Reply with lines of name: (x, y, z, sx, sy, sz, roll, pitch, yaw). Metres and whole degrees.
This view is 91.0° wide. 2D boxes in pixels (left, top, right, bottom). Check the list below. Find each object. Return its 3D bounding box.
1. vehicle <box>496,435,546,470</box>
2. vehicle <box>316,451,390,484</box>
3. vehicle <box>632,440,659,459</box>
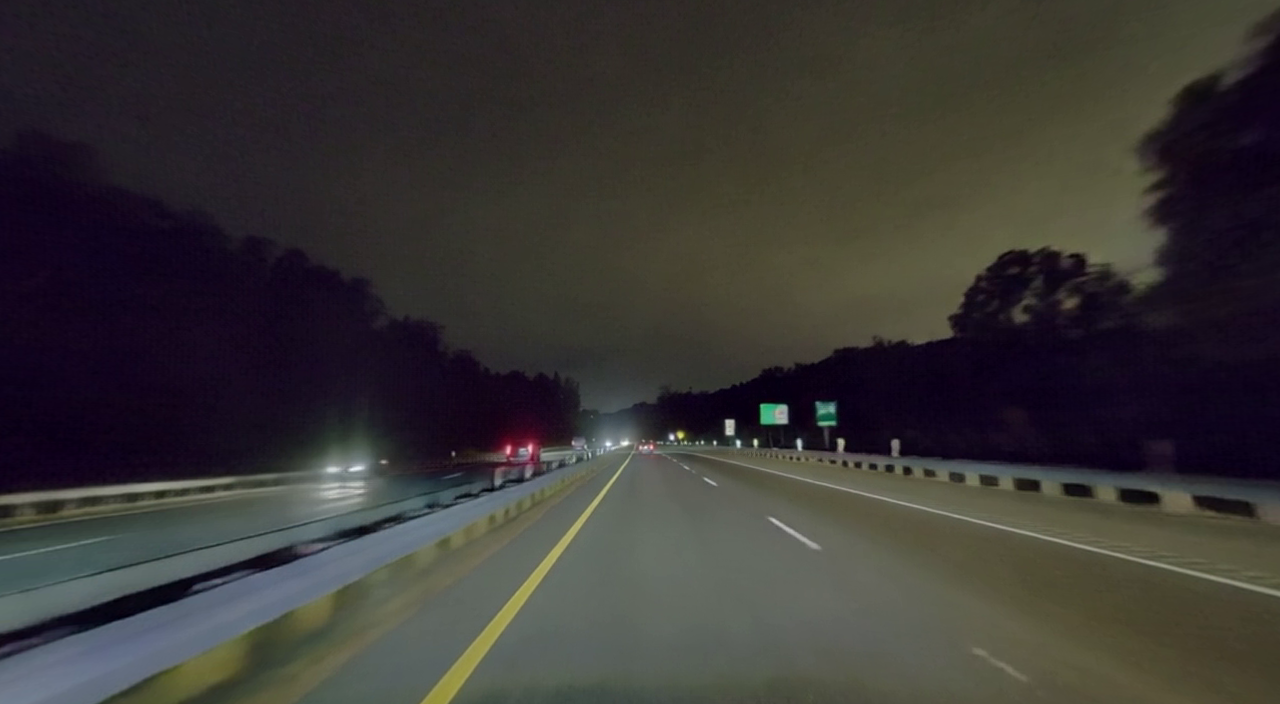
vehicle: (-7.010, 5.958, 37.519, 2.068, 1.897, 4.372, 0, -8, 1)
vehicle: (-14.449, 5.798, 31.931, 1.805, 1.513, 3.939, 0, -8, 1)
vehicle: (0.420, 7.660, 49.460, 2.061, 1.469, 3.782, 0, -8, 0)
